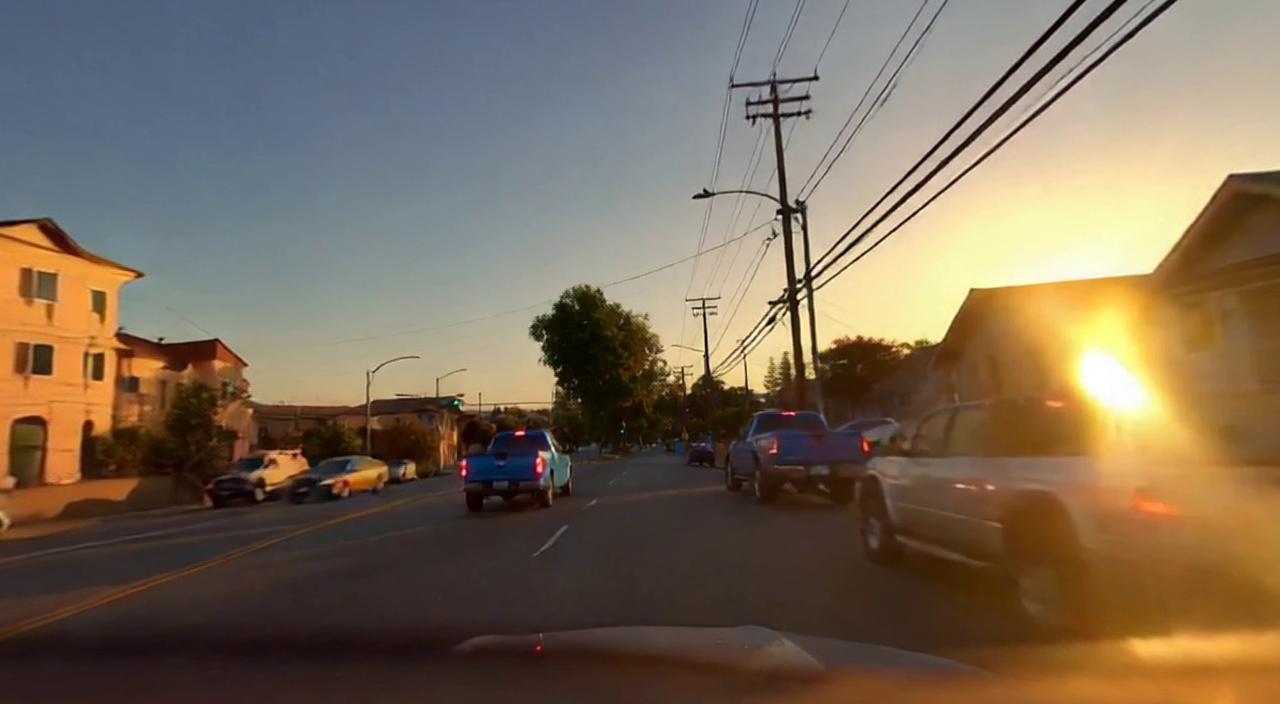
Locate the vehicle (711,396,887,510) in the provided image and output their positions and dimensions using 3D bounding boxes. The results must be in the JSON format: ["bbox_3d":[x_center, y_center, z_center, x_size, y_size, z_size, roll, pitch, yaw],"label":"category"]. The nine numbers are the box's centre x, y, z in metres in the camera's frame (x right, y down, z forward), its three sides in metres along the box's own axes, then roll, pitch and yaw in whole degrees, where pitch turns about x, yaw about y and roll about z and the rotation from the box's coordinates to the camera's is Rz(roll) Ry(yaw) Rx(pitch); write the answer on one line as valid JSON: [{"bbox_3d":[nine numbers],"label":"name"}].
[{"bbox_3d":[3.203,2.305,14.580,2.415,2.004,6.589,-1,-9,1],"label":"vehicle"}]

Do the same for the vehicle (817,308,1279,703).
[{"bbox_3d":[3.144,1.031,4.848,2.052,1.750,4.679,0,-9,-2],"label":"vehicle"}]

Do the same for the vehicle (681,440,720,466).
[{"bbox_3d":[3.777,6.398,40.035,2.012,1.491,4.333,-1,-9,0],"label":"vehicle"}]

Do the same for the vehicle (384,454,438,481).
[{"bbox_3d":[-15.225,7.685,42.168,2.026,1.617,3.933,-1,-8,2],"label":"vehicle"}]

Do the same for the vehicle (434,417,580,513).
[{"bbox_3d":[-2.923,2.672,15.334,2.242,1.890,5.306,-1,-9,2],"label":"vehicle"}]

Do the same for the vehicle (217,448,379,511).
[{"bbox_3d":[-11.636,4.329,22.099,2.429,1.857,5.587,-1,-9,2],"label":"vehicle"}]
